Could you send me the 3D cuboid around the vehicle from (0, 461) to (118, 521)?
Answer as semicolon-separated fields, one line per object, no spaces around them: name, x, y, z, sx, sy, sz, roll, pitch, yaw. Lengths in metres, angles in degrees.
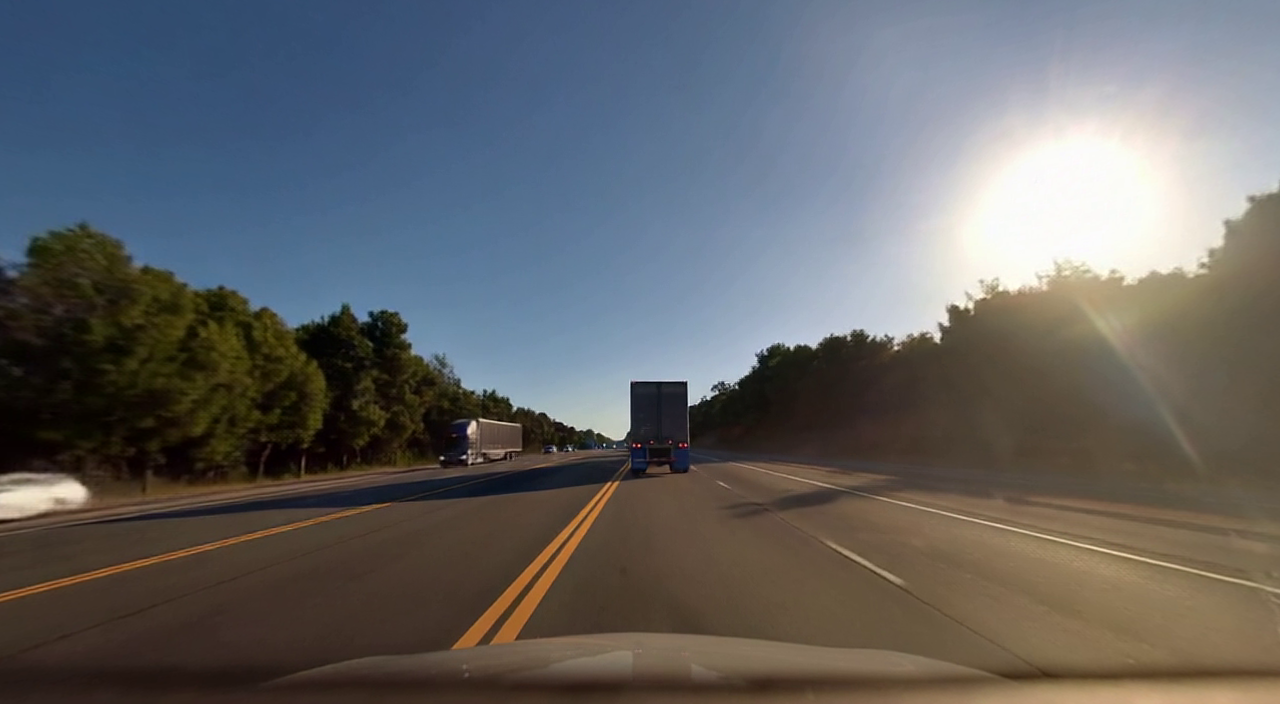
vehicle;-18.018;3.987;18.248;1.859;1.493;4.490;-1;-8;1

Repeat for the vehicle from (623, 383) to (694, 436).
vehicle;0.621;2.429;25.576;2.509;1.890;4.732;0;-8;-3
